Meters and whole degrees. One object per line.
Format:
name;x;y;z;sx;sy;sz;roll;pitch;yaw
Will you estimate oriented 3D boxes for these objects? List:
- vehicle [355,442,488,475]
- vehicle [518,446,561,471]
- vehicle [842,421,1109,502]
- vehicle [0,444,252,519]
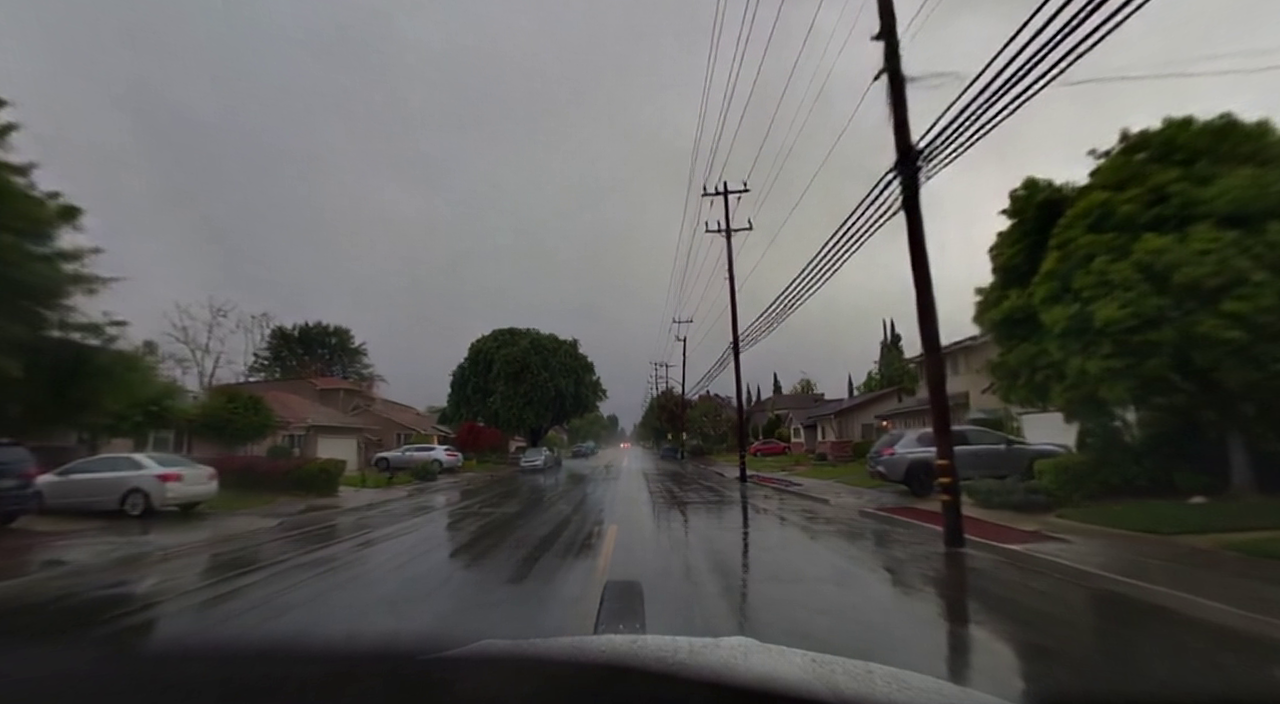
vehicle;-12.295;6.039;35.974;6.619;1.759;2.632;0;-9;-2
vehicle;-6.631;7.062;42.193;2.208;1.491;5.089;0;-8;-1
vehicle;8.964;2.948;17.419;5.890;1.896;2.459;-2;-7;1
vehicle;-11.295;2.757;13.719;4.371;1.482;1.954;0;-9;-1
